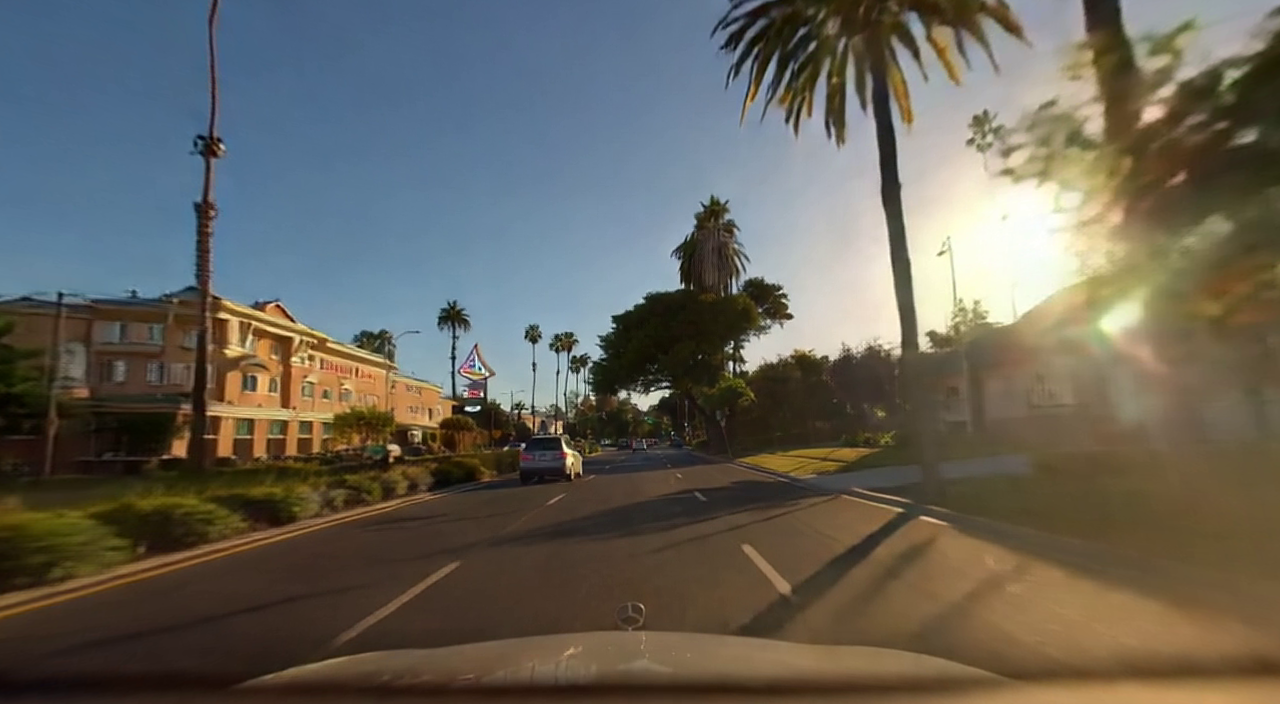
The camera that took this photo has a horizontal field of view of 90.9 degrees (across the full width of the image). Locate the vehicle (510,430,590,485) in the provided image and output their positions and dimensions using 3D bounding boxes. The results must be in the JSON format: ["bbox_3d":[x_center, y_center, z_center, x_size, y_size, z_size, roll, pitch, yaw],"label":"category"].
[{"bbox_3d":[-3.027,3.655,22.175,2.062,1.693,4.669,0,-8,1],"label":"vehicle"}]
